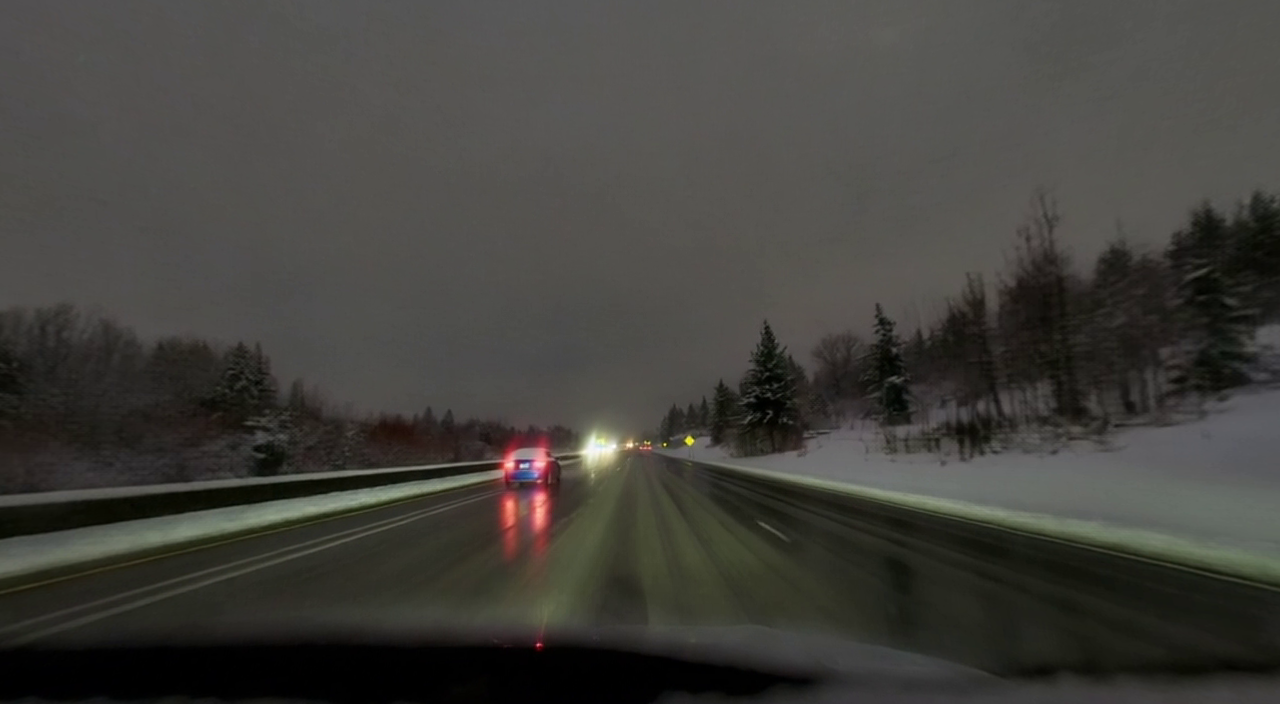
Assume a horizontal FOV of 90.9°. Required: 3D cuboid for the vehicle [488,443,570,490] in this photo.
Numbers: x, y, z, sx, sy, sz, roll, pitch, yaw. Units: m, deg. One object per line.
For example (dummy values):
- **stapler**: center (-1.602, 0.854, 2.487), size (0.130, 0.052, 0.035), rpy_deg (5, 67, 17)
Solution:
- **vehicle**: center (-3.963, 4.198, 23.355), size (2.160, 1.552, 4.592), rpy_deg (0, -9, 1)
